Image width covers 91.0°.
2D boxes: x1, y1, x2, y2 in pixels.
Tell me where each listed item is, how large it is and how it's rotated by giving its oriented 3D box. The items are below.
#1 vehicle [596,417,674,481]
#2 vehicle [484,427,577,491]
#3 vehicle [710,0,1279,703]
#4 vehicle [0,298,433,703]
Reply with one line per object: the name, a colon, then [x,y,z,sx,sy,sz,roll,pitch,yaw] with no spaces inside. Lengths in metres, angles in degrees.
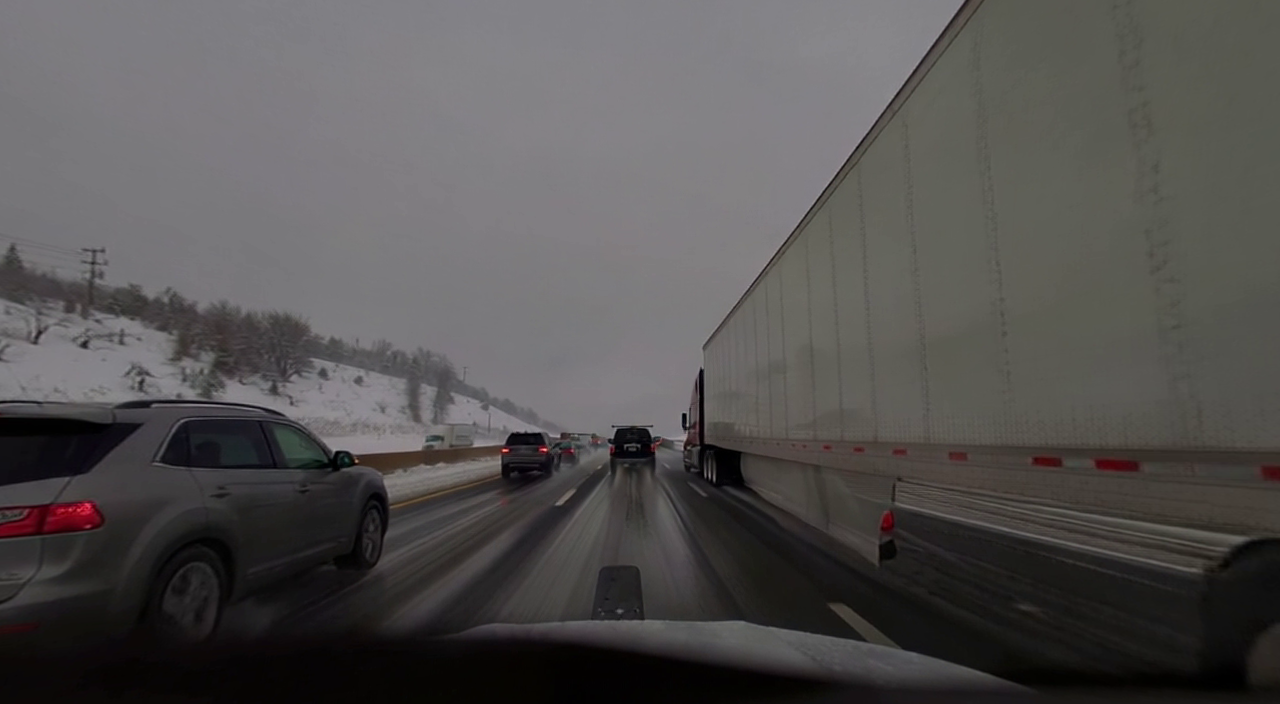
vehicle: [-0.197,3.832,24.945,2.704,2.216,5.804,0,-8,0]
vehicle: [-3.361,3.406,20.351,2.120,1.812,4.659,0,-8,1]
vehicle: [3.490,0.530,9.095,2.852,4.121,16.210,0,-8,-1]
vehicle: [-3.285,1.015,4.080,2.193,1.803,4.958,0,-8,0]
